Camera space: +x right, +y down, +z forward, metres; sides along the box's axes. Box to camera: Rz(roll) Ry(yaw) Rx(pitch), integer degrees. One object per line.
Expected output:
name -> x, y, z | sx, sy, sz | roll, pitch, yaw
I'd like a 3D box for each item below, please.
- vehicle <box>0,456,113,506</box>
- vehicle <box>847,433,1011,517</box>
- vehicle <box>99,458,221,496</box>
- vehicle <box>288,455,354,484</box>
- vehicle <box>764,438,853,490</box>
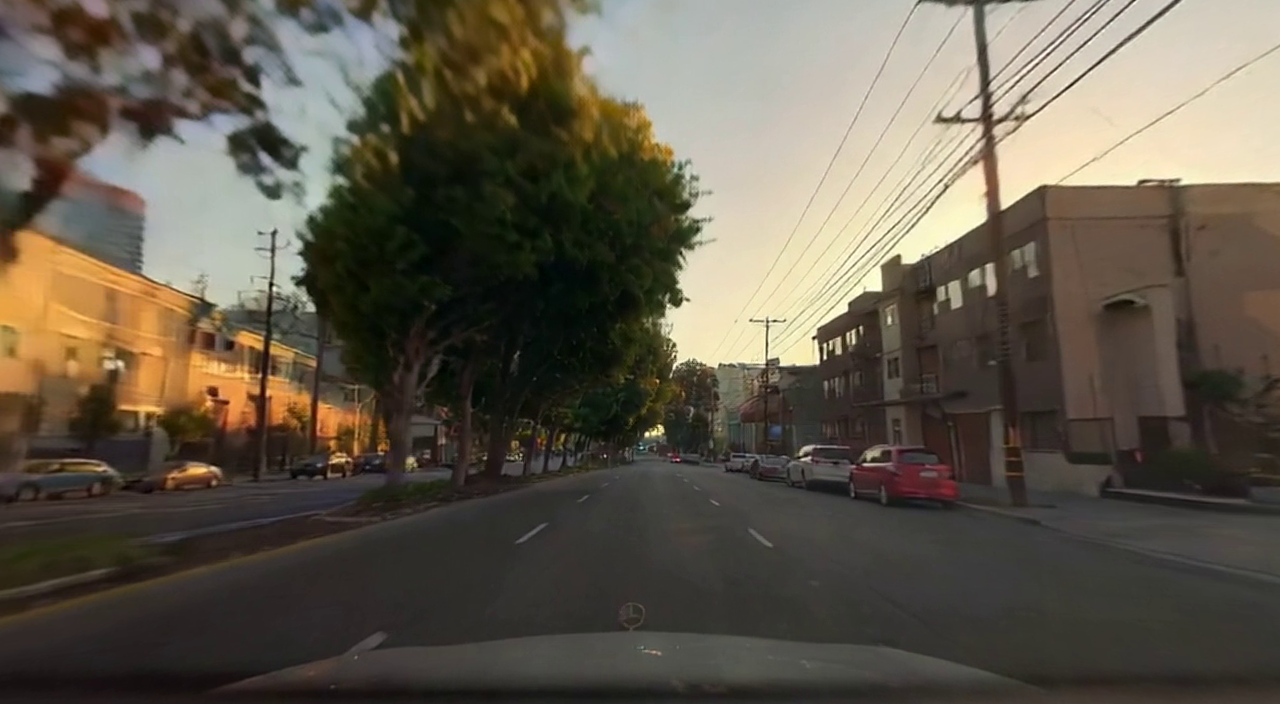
vehicle -> -22.367, 4.646, 23.068 | 1.966, 1.595, 4.719 | 0, -8, 1
vehicle -> 7.041, 3.018, 16.052 | 1.998, 1.819, 4.621 | 0, -8, 0
vehicle -> -22.124, 5.741, 29.346 | 1.921, 1.508, 4.738 | 0, -8, 1
vehicle -> -22.072, 8.092, 43.796 | 2.116, 1.813, 4.674 | 0, -8, 0
vehicle -> 7.237, 4.849, 27.900 | 2.197, 2.019, 6.225 | 0, -8, 0
